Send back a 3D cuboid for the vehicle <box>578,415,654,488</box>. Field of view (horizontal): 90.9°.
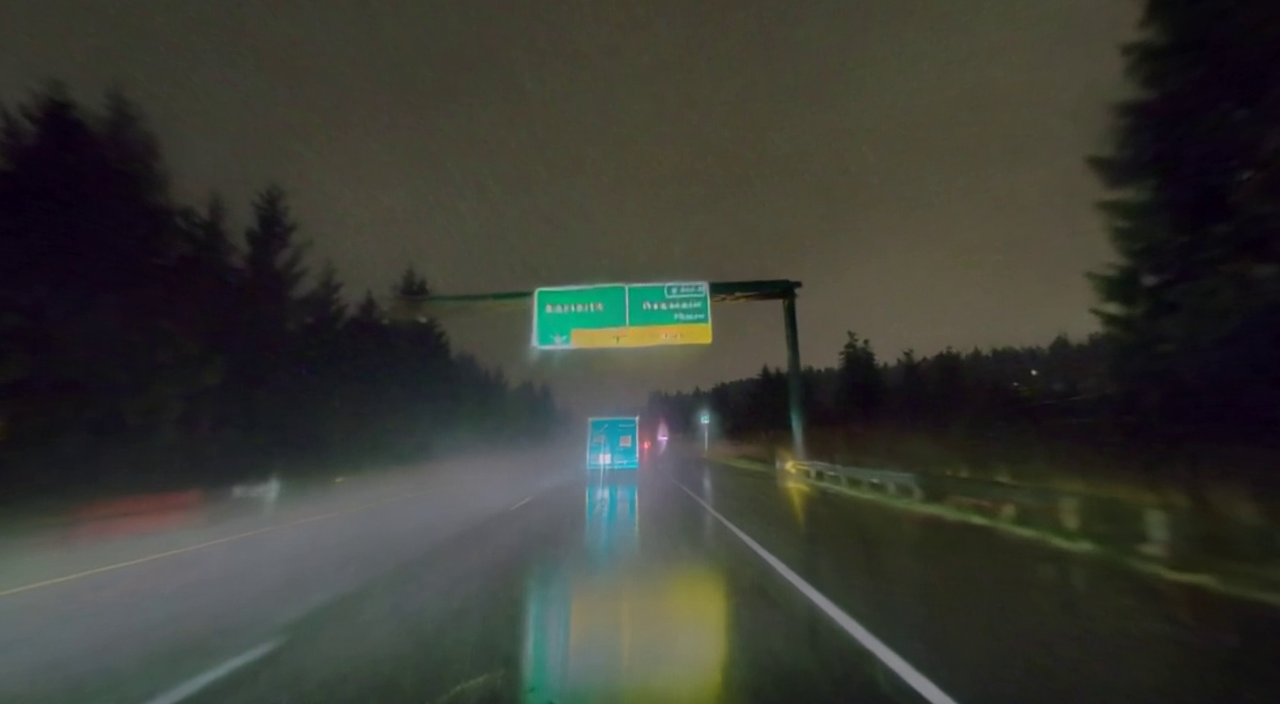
[{"bbox_3d":[-0.752,3.326,21.250,2.248,2.154,4.892,0,-8,-1],"label":"vehicle"}]
